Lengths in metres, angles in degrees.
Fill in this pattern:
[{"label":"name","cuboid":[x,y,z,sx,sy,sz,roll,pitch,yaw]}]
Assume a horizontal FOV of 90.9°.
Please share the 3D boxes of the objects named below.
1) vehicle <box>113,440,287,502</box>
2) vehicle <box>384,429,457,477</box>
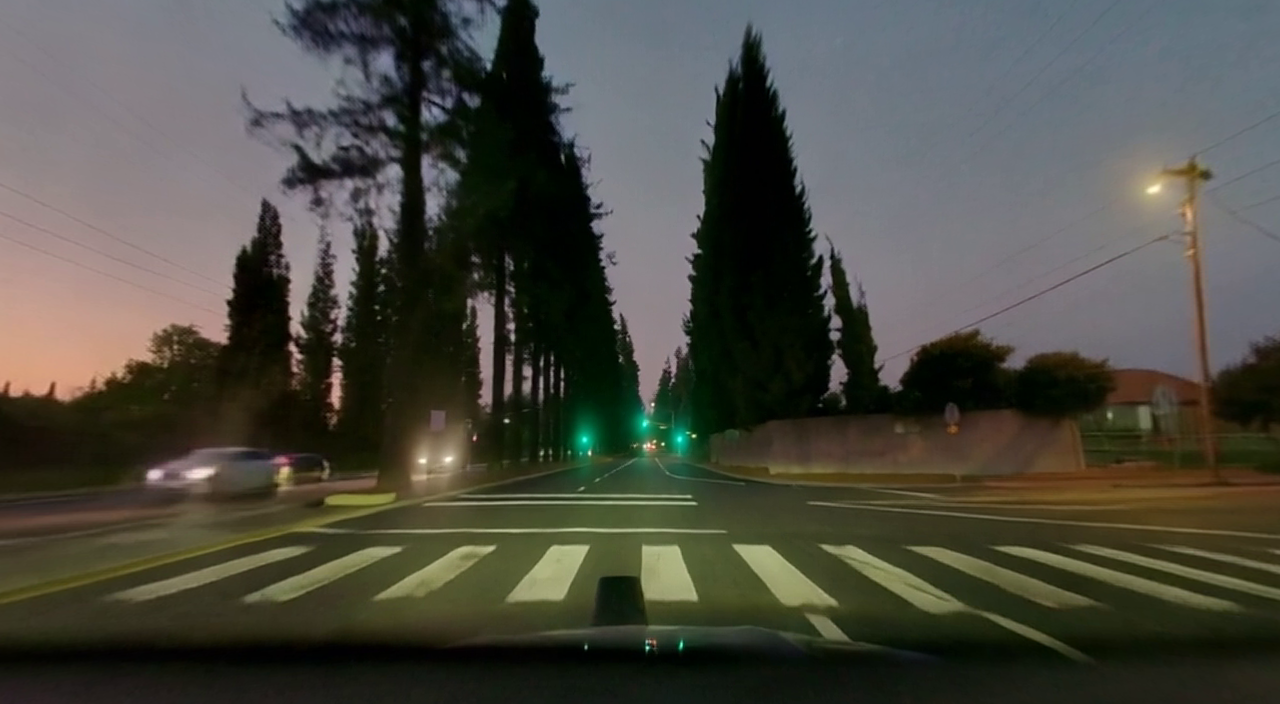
[{"label":"vehicle","cuboid":[-13.573,3.670,19.904,2.035,1.693,4.625,0,-8,1]},{"label":"vehicle","cuboid":[-13.218,6.125,38.430,2.305,2.620,5.830,0,-8,0]}]
